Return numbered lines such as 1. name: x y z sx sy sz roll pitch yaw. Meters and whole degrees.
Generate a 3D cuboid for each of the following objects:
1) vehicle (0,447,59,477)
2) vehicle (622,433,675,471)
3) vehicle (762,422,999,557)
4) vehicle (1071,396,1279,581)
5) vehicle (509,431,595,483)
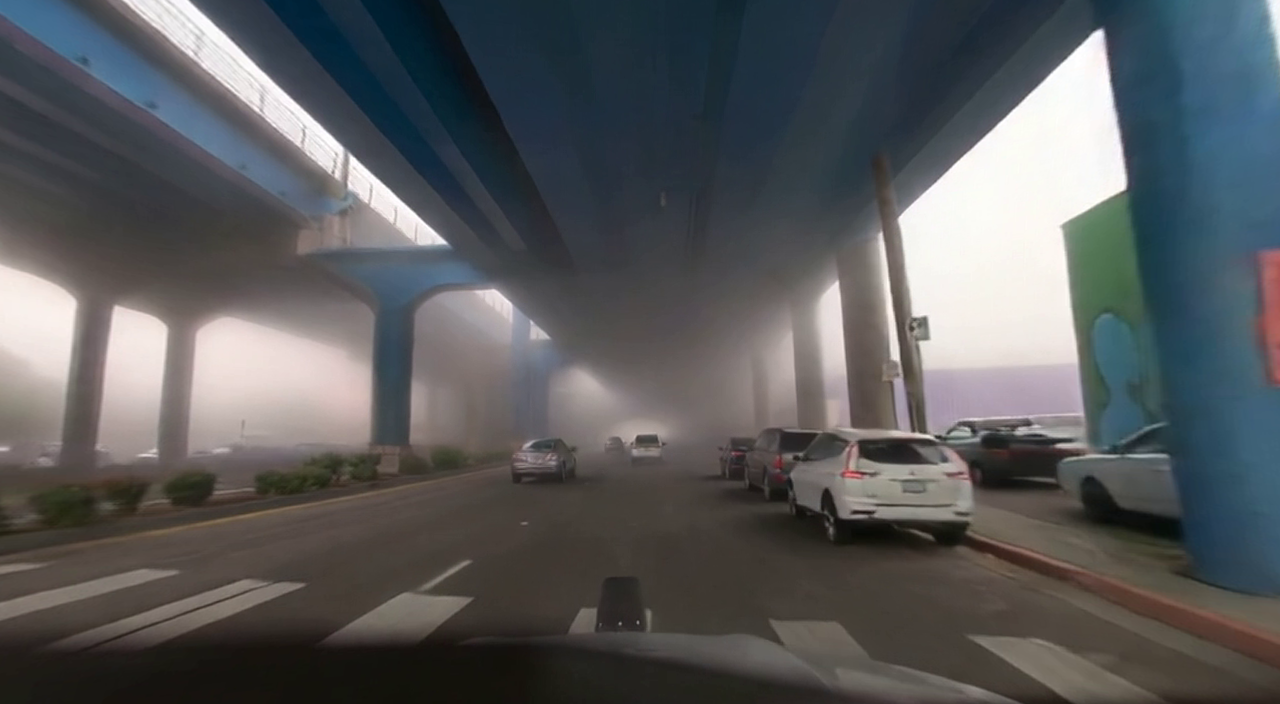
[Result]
1. vehicle: -33.688 5.809 33.355 4.152 1.520 1.914 9 -12 -39
2. vehicle: 0.402 4.403 28.030 2.155 1.571 3.734 0 -8 2
3. vehicle: 3.245 1.897 9.550 1.983 1.589 4.010 0 -8 0
4. vehicle: 7.616 1.532 7.385 2.275 1.834 4.294 1 -7 3
5. vehicle: -2.762 3.421 20.905 2.024 1.533 4.549 0 -8 2
